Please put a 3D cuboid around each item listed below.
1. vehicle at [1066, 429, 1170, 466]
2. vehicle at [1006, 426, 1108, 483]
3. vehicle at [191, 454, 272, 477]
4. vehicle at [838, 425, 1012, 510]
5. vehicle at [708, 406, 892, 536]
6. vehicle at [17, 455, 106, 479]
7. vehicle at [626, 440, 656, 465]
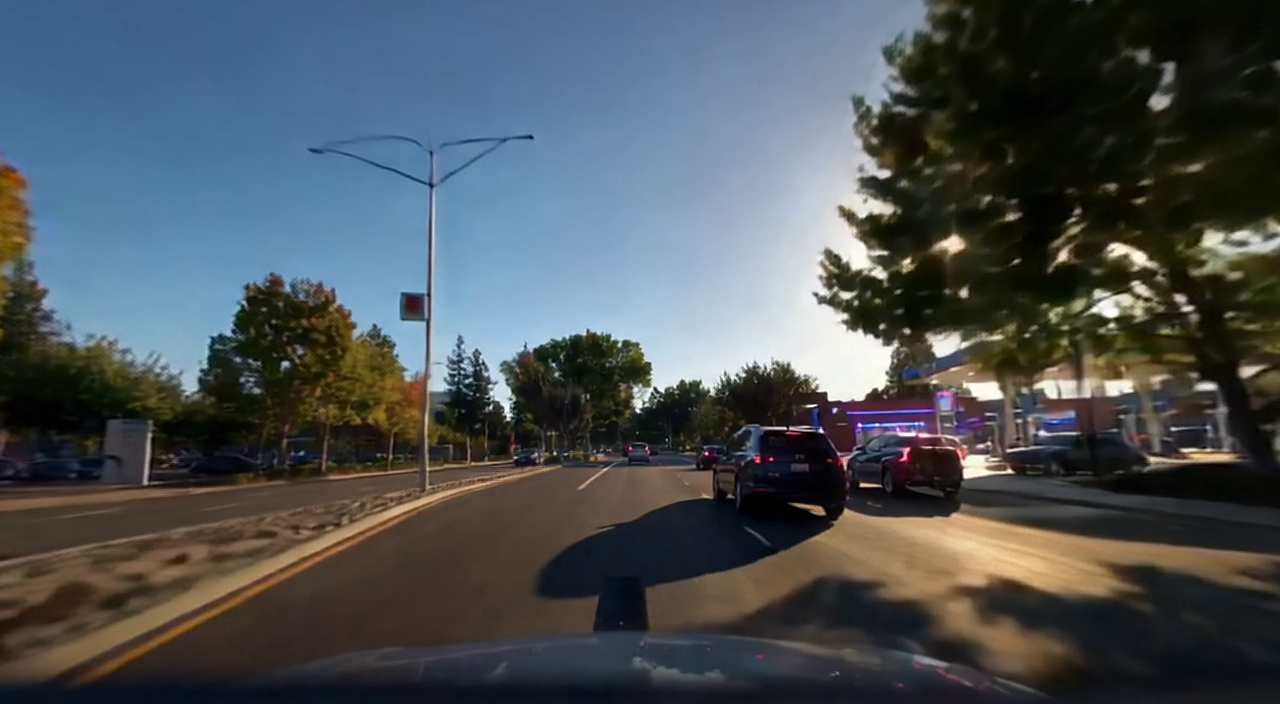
[{"bbox_3d":[24.015,4.847,31.972,1.911,1.714,4.237,0,-9,0],"label":"vehicle"},{"bbox_3d":[15.701,3.812,23.680,4.816,1.882,2.059,8,-12,-44],"label":"vehicle"},{"bbox_3d":[-29.109,8.077,45.067,4.435,1.507,1.926,0,-8,1],"label":"vehicle"},{"bbox_3d":[6.756,2.783,15.707,2.025,1.765,4.729,0,-8,-1],"label":"vehicle"},{"bbox_3d":[2.670,2.145,11.977,2.038,1.917,4.900,0,-8,-2],"label":"vehicle"},{"bbox_3d":[-40.719,8.078,44.491,4.479,1.563,1.966,-1,-9,5],"label":"vehicle"},{"bbox_3d":[0.046,7.143,45.026,2.101,1.707,3.904,0,-8,-1],"label":"vehicle"}]
